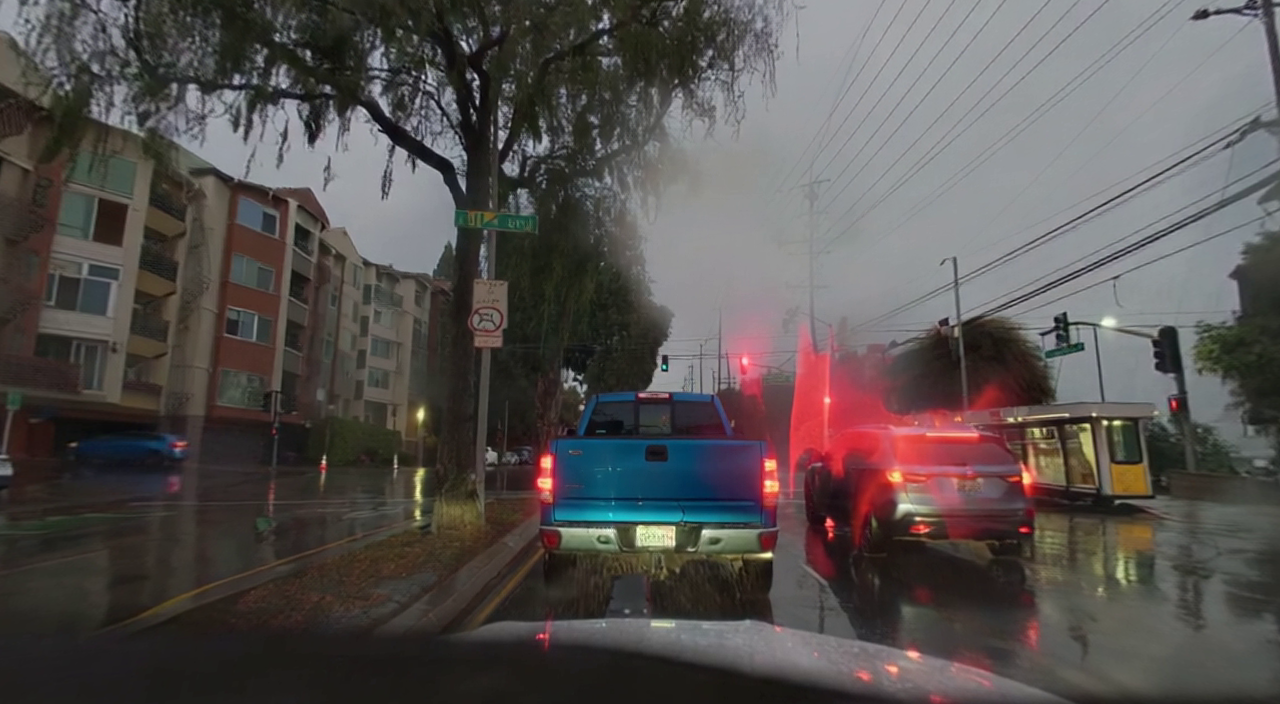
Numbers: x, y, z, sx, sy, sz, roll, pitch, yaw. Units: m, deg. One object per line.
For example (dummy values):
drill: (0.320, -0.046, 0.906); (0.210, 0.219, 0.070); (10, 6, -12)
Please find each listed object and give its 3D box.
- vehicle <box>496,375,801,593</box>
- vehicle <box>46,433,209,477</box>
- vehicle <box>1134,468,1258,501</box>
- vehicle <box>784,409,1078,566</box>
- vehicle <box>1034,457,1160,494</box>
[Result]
vehicle: (0.106, 1.559, 8.300); (2.738, 1.959, 5.070); (0, -8, 1)
vehicle: (-21.460, 4.331, 26.546); (5.043, 1.766, 1.980); (0, -9, -1)
vehicle: (26.384, 6.284, 29.999); (4.071, 1.388, 1.884); (0, -8, 1)
vehicle: (3.845, 1.887, 9.579); (2.131, 1.759, 4.762); (0, -8, -1)
vehicle: (21.791, 5.893, 30.177); (4.498, 1.618, 1.843); (0, -8, 0)
